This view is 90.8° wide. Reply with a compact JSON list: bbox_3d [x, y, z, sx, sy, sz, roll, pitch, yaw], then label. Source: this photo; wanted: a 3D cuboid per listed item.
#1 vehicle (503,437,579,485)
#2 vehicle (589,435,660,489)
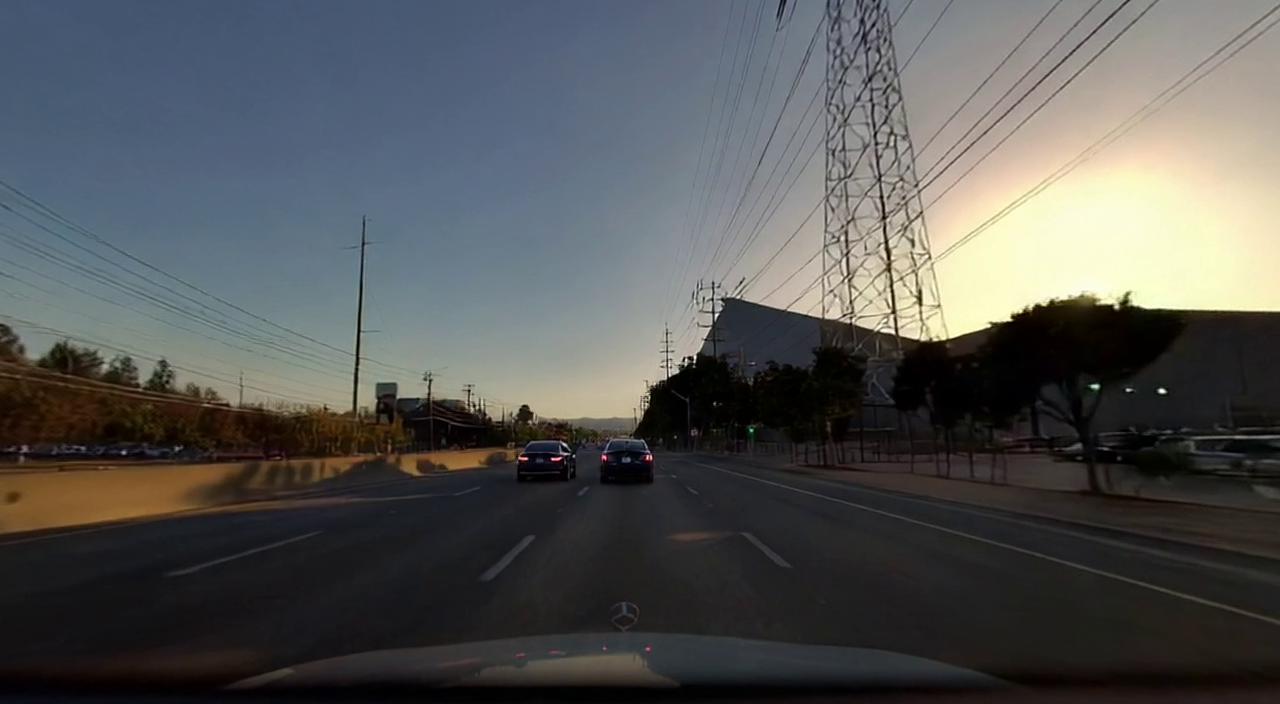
[{"bbox_3d":[-3.565,4.055,23.793,1.985,1.607,4.892,0,-8,1],"label":"vehicle"},{"bbox_3d":[-0.490,3.734,21.674,2.189,1.652,4.135,0,-9,0],"label":"vehicle"}]
